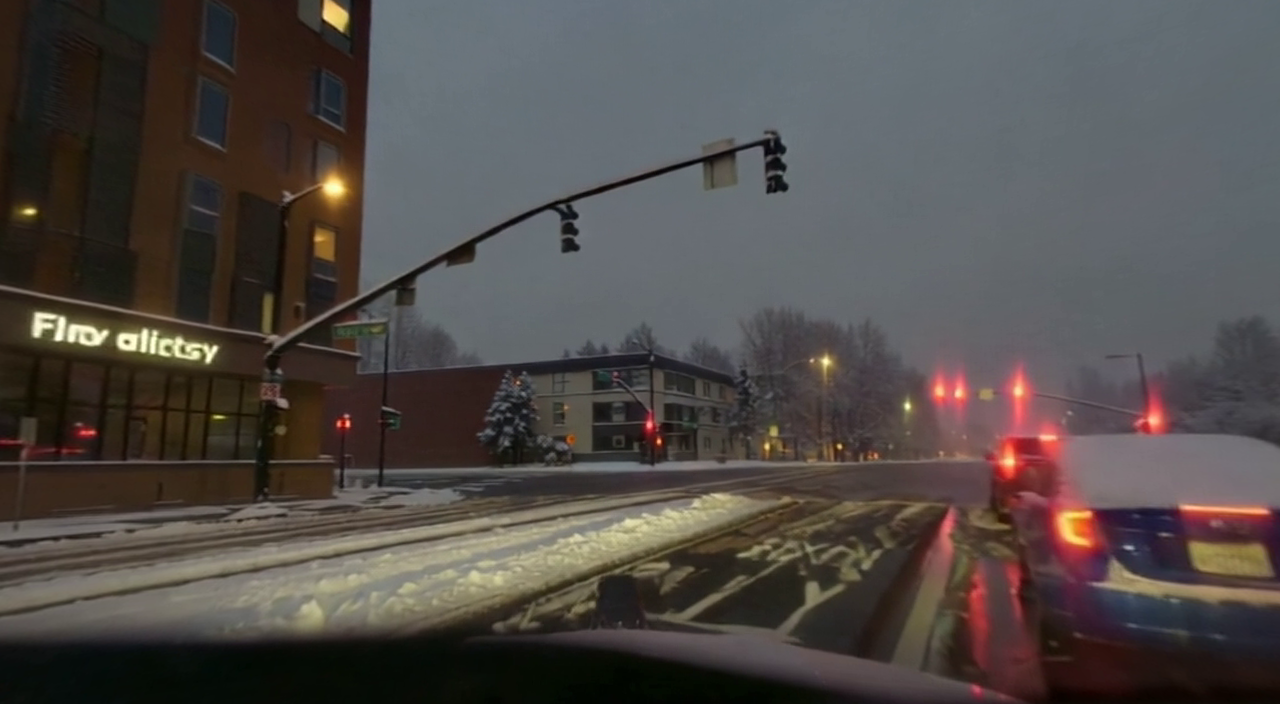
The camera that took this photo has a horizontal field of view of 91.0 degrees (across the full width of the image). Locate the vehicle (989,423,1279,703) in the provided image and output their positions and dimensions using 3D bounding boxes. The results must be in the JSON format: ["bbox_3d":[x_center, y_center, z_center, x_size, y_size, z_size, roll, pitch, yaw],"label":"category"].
[{"bbox_3d":[3.931,1.362,4.863,1.872,1.459,4.483,-4,-9,26],"label":"vehicle"}]
